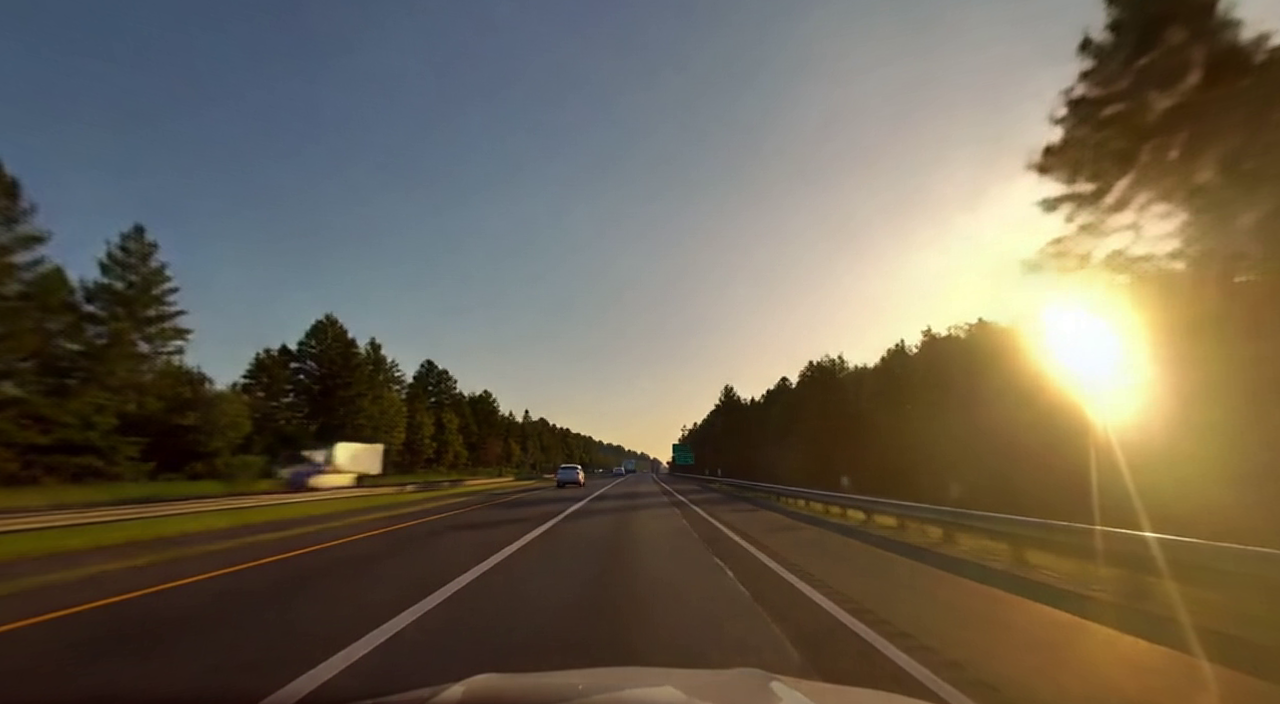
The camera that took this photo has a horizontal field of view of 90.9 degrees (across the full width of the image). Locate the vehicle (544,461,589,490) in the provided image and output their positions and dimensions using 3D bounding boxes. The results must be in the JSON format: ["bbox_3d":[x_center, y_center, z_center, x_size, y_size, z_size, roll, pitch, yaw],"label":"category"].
[{"bbox_3d":[-4.330,7.390,37.869,2.180,1.618,4.219,1,-10,0],"label":"vehicle"}]

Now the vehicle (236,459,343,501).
[{"bbox_3d":[-16.720,6.124,30.419,2.344,1.775,4.790,1,-10,0],"label":"vehicle"}]

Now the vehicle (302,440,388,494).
[{"bbox_3d":[-16.713,6.579,36.100,2.420,2.857,4.628,0,-10,2],"label":"vehicle"}]
